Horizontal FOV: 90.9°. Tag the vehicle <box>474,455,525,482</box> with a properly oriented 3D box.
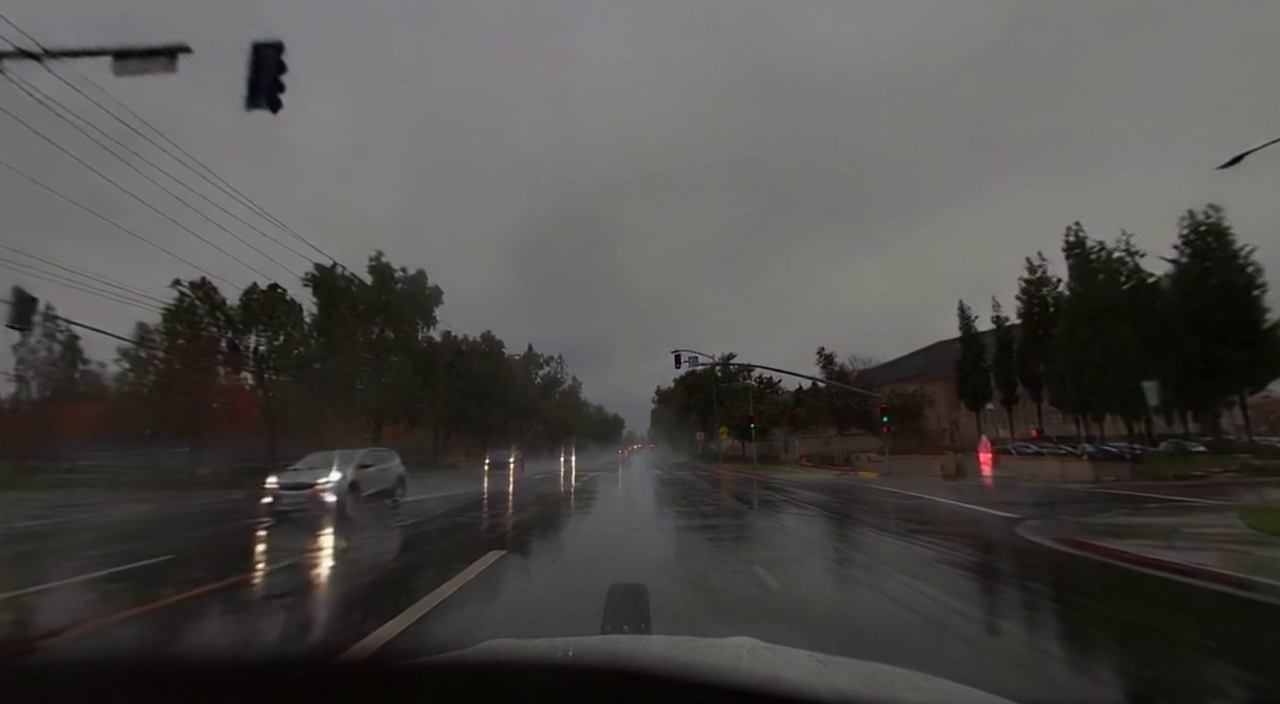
[{"bbox_3d":[-8.554,7.133,38.713,2.099,1.468,4.126,-1,-9,2],"label":"vehicle"}]

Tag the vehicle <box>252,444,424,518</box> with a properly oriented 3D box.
[{"bbox_3d":[-8.554,3.674,18.657,2.206,1.836,5.559,0,-9,2],"label":"vehicle"}]
